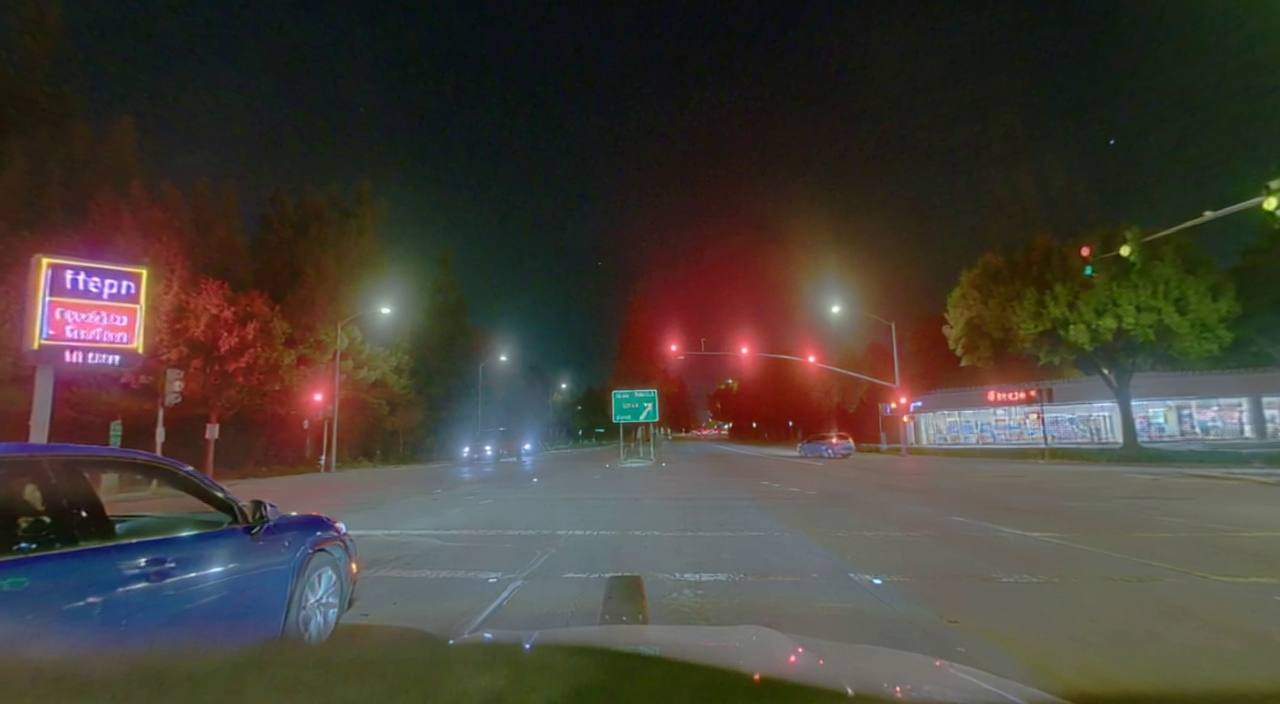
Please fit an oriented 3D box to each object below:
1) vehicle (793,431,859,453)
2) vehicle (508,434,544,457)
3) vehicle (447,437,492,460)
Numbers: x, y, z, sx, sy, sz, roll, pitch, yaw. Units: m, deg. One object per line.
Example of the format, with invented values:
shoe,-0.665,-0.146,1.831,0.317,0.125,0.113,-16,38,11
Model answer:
vehicle,13.146,6.448,44.850,1.781,1.448,4.560,4,-10,-26
vehicle,-8.075,6.664,45.084,1.920,1.546,4.086,0,-9,-1
vehicle,-11.787,6.691,43.891,2.111,1.499,4.371,0,-9,-3
